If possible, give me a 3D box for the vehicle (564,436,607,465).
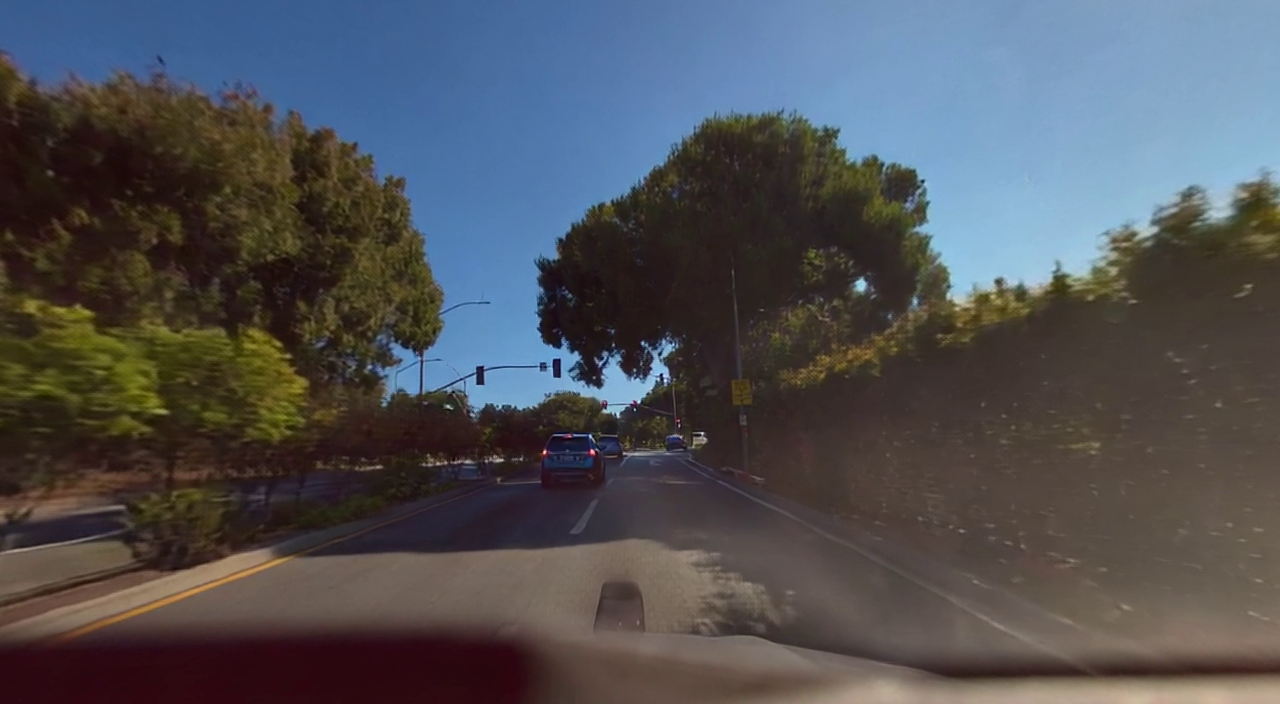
[{"bbox_3d":[-2.996,5.533,35.495,1.979,1.492,3.930,0,-9,1],"label":"vehicle"}]

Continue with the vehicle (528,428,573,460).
[{"bbox_3d":[-6.104,6.389,43.685,2.390,2.020,5.085,0,-9,0],"label":"vehicle"}]

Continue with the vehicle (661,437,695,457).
[{"bbox_3d":[2.908,7.229,47.968,1.945,1.410,4.284,-2,-9,12],"label":"vehicle"}]
